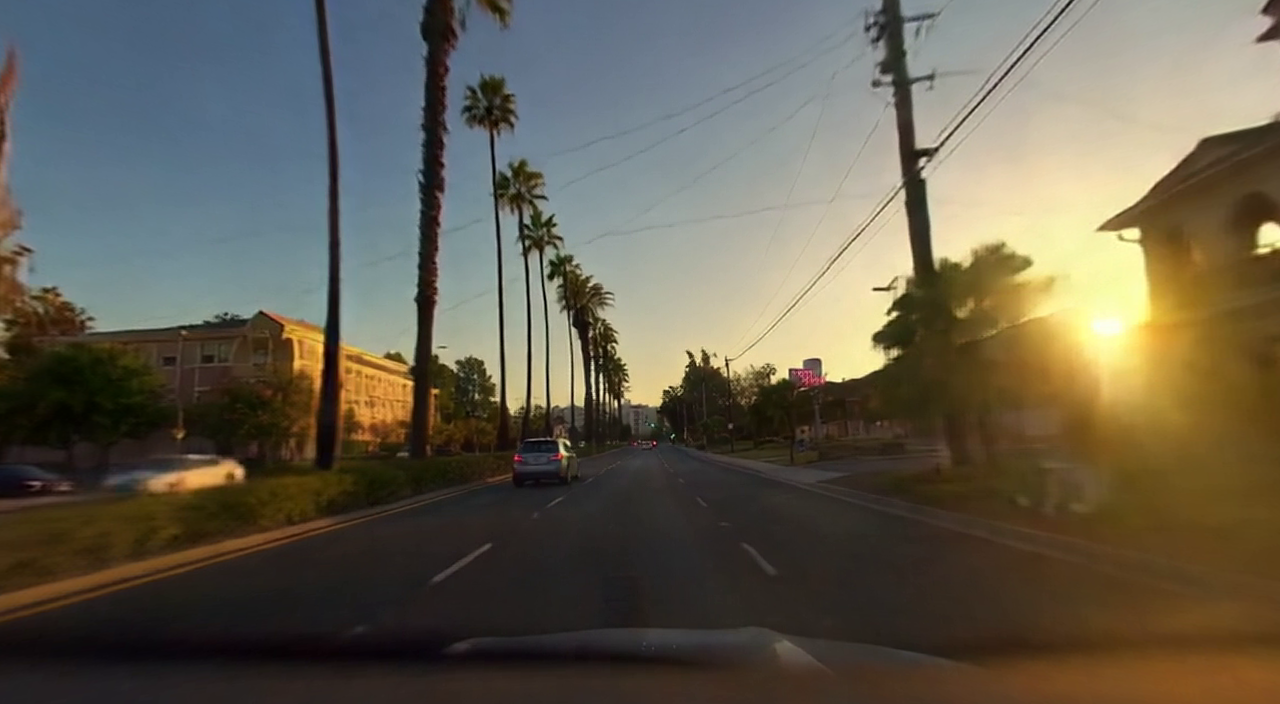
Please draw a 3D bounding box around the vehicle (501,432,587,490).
[{"bbox_3d":[-3.050,3.576,21.066,2.062,1.693,4.669,0,-8,1],"label":"vehicle"}]

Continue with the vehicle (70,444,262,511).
[{"bbox_3d":[-13.804,3.639,18.841,2.034,1.727,4.654,0,-8,1],"label":"vehicle"}]

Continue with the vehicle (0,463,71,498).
[{"bbox_3d":[-30.589,6.228,30.687,1.839,1.556,4.033,0,-8,2],"label":"vehicle"}]
